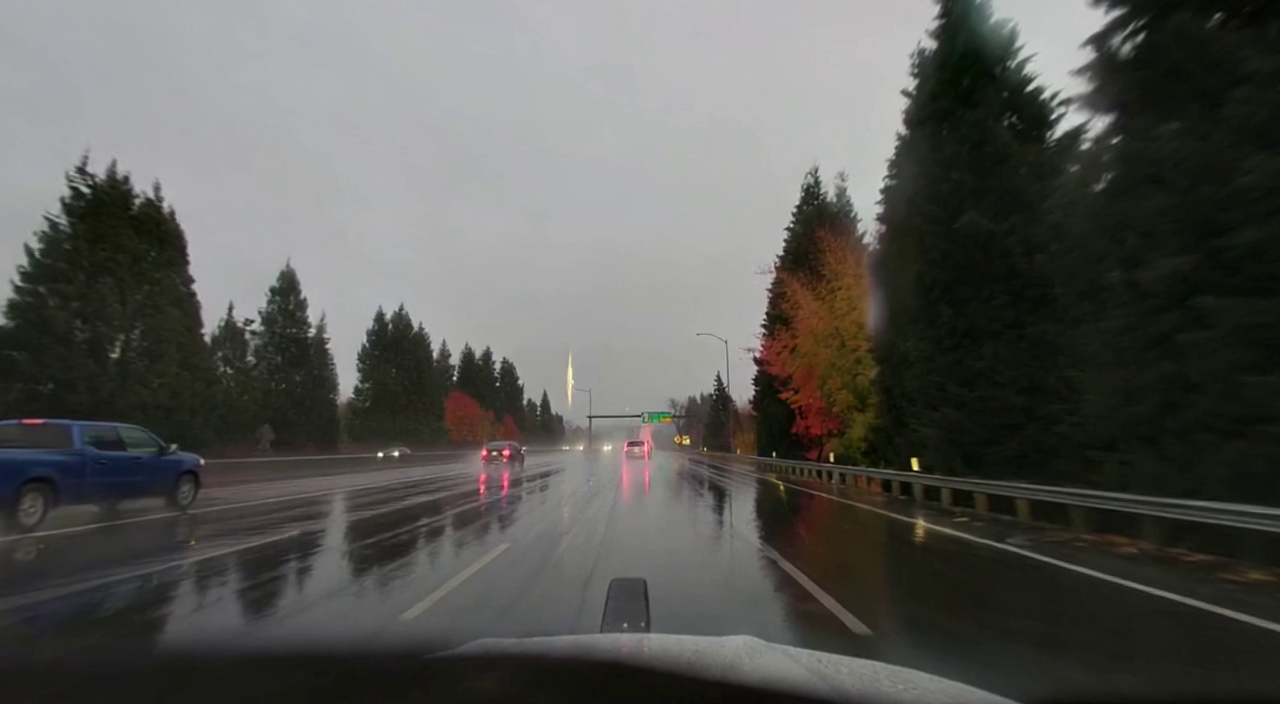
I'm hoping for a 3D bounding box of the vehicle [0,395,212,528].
[{"bbox_3d":[-10.803,1.882,11.079,2.347,1.984,5.778,0,-8,2],"label":"vehicle"}]

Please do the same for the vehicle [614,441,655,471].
[{"bbox_3d":[-0.226,5.521,33.638,1.984,1.471,4.202,0,-8,2],"label":"vehicle"}]

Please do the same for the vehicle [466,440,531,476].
[{"bbox_3d":[-6.397,4.813,28.968,1.919,1.499,4.234,0,-8,1],"label":"vehicle"}]
